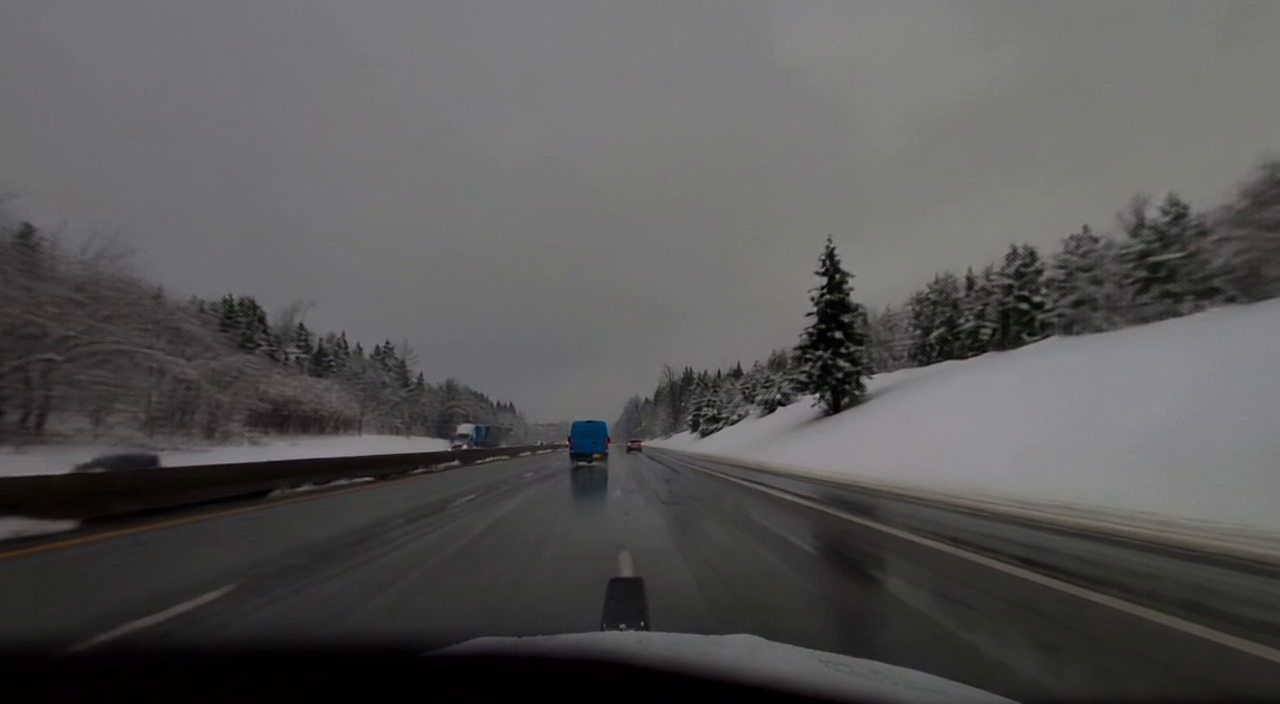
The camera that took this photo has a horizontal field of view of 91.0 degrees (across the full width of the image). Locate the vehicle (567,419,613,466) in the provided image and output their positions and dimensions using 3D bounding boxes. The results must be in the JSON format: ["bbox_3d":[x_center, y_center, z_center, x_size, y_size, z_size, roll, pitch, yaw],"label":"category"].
[{"bbox_3d":[-2.797,5.258,36.468,2.329,2.483,5.428,0,-8,-2],"label":"vehicle"}]

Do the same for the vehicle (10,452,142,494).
[{"bbox_3d":[-22.042,4.708,24.818,1.734,1.462,3.838,0,-8,-3],"label":"vehicle"}]
